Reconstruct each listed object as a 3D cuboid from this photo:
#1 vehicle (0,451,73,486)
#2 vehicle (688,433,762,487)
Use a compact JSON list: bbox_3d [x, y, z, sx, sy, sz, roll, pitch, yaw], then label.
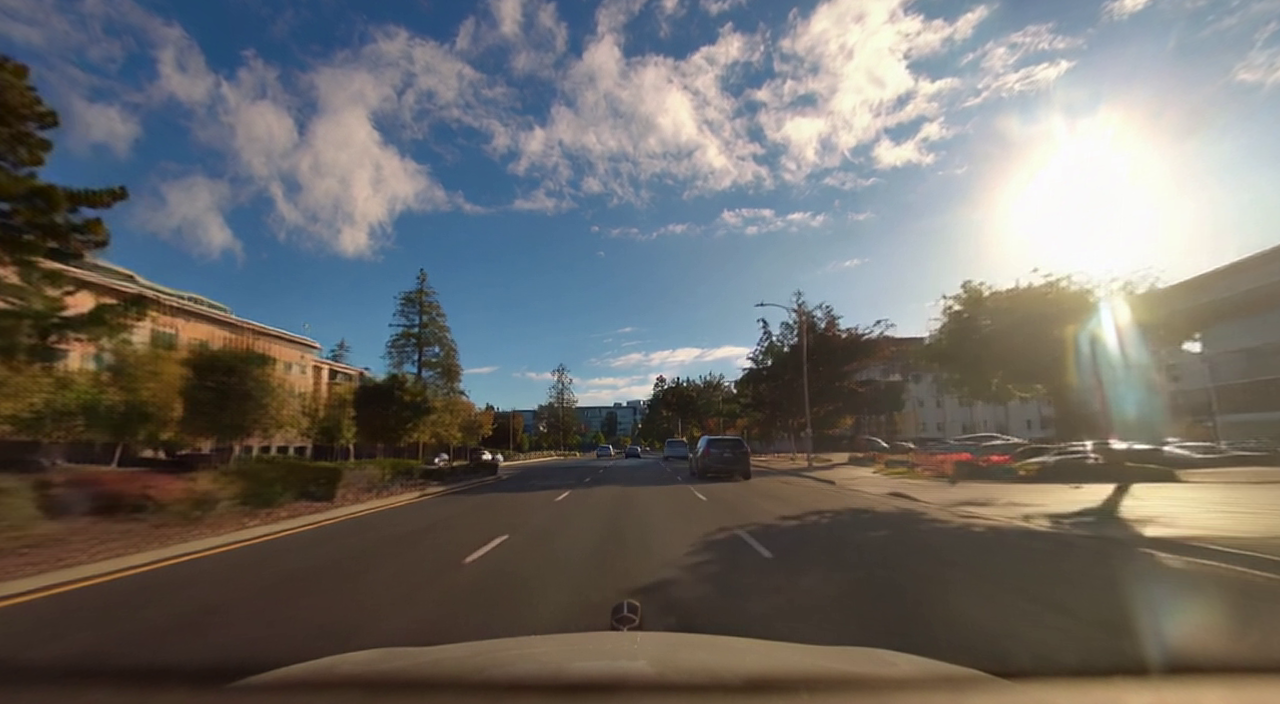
[{"bbox_3d":[-33.269,6.081,33.173,4.932,1.730,1.939,0,-9,-2],"label":"vehicle"},{"bbox_3d":[3.034,3.987,23.592,2.060,1.816,4.343,0,-9,-1],"label":"vehicle"}]
